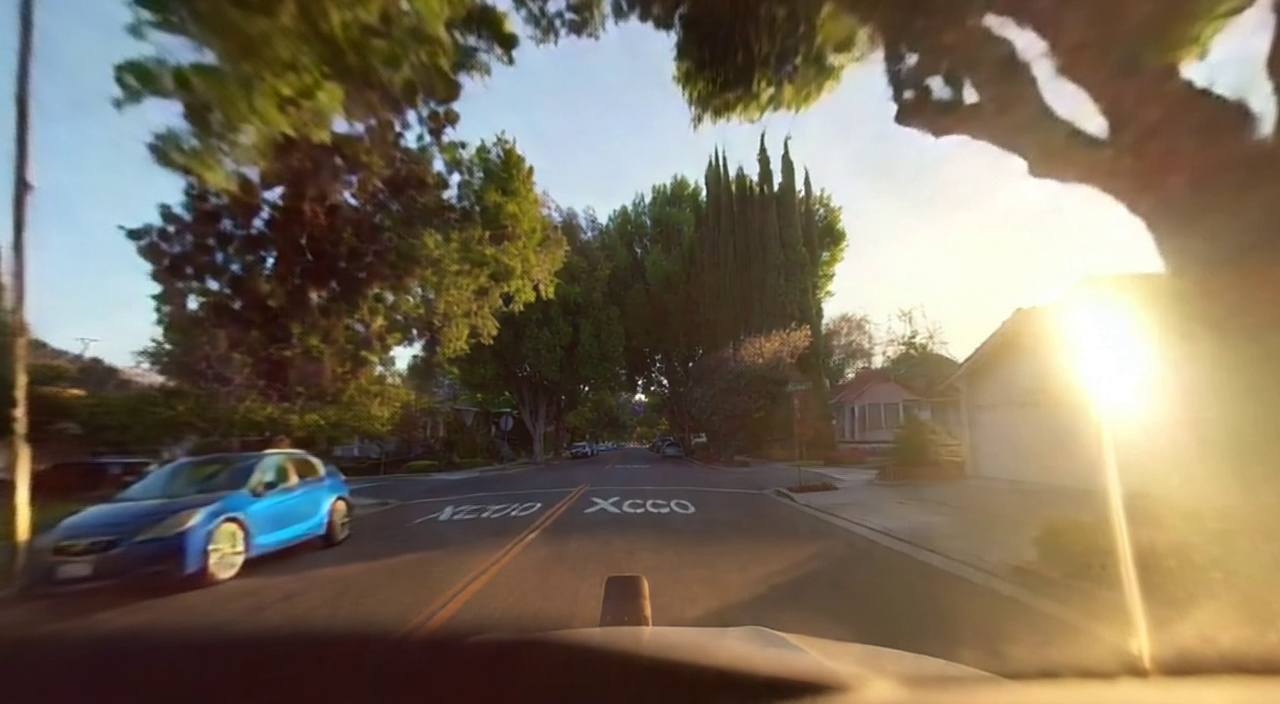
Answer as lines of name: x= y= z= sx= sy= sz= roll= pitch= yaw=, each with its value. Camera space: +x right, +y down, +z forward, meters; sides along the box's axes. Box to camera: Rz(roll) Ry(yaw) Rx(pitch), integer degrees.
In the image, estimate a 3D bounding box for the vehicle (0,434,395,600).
vehicle: x=-5.165 y=1.913 z=8.357 sx=2.038 sy=1.571 sz=4.524 roll=0 pitch=-8 yaw=0
